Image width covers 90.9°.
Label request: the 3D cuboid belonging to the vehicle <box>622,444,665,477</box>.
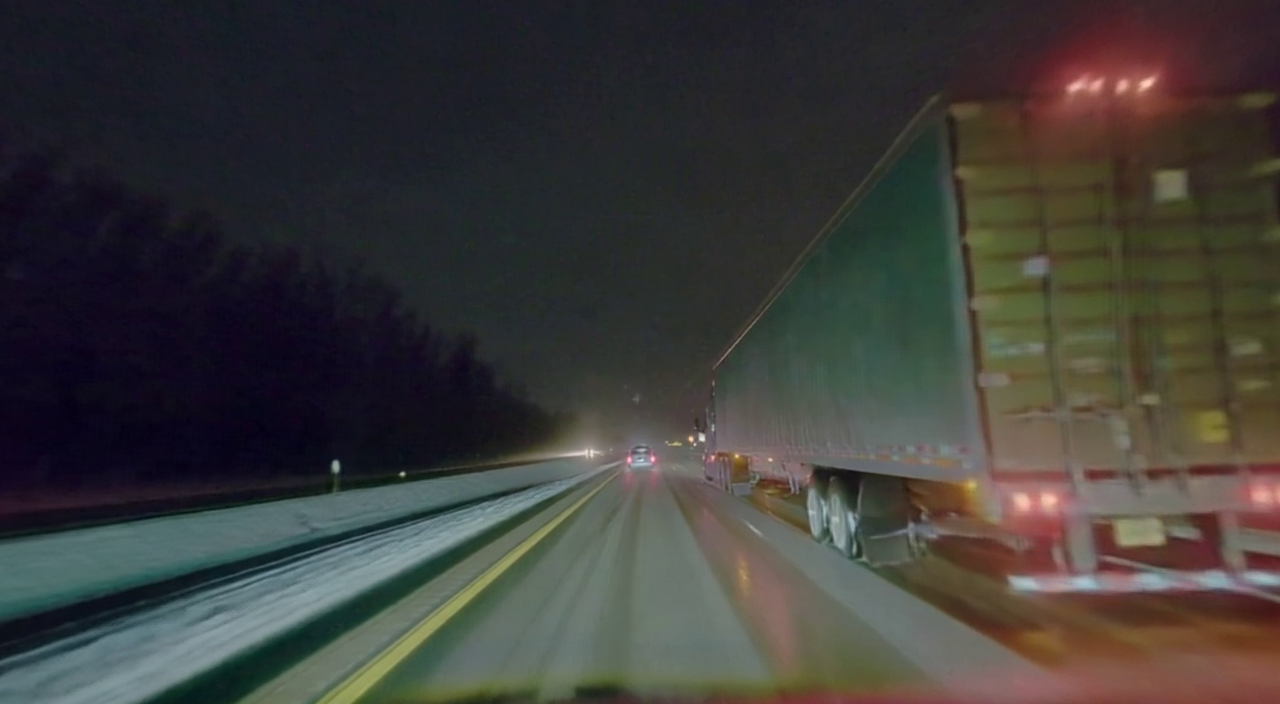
[{"bbox_3d":[0.172,5.299,31.065,1.968,1.515,4.025,-1,-8,1],"label":"vehicle"}]

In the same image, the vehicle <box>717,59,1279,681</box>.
[{"bbox_3d":[3.886,1.142,12.071,2.929,4.158,15.921,0,-8,0],"label":"vehicle"}]
